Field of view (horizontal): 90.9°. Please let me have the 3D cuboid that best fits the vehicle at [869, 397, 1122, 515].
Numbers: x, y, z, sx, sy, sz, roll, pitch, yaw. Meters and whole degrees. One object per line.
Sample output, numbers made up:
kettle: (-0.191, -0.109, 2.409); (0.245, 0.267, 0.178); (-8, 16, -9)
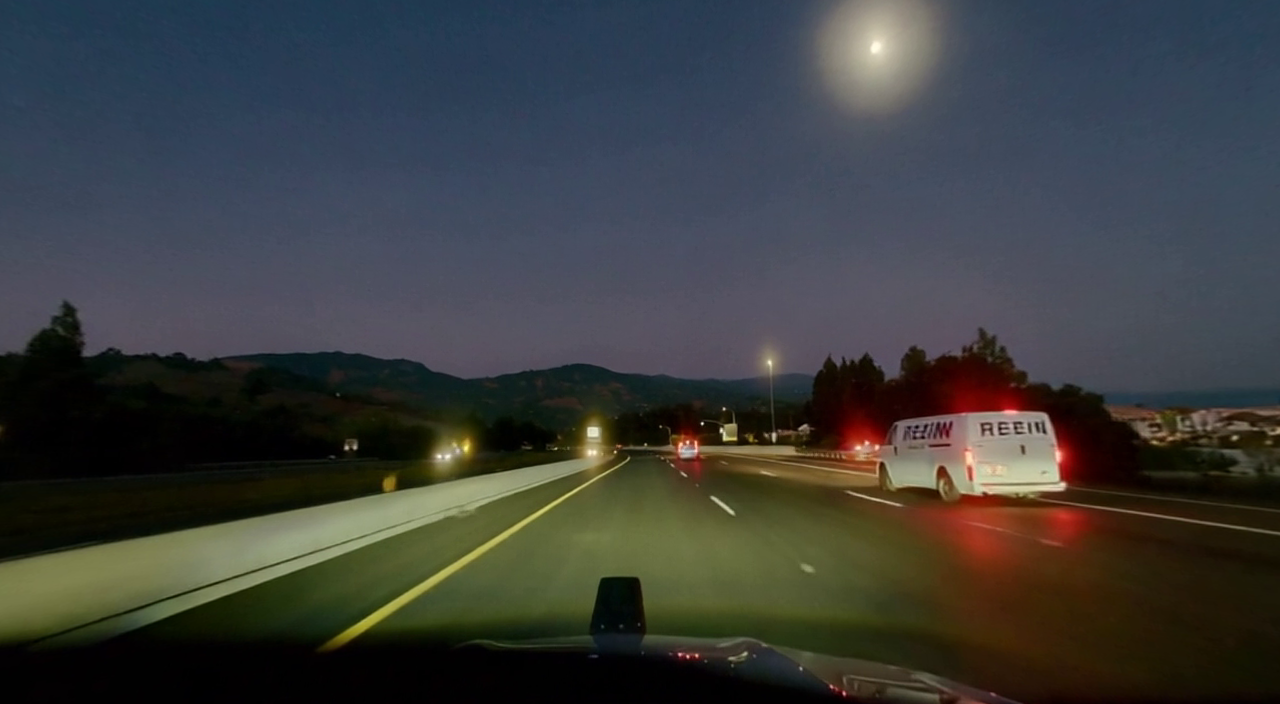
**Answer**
vehicle: (7.248, 2.225, 13.864); (2.275, 2.059, 5.543); (0, -8, 0)
